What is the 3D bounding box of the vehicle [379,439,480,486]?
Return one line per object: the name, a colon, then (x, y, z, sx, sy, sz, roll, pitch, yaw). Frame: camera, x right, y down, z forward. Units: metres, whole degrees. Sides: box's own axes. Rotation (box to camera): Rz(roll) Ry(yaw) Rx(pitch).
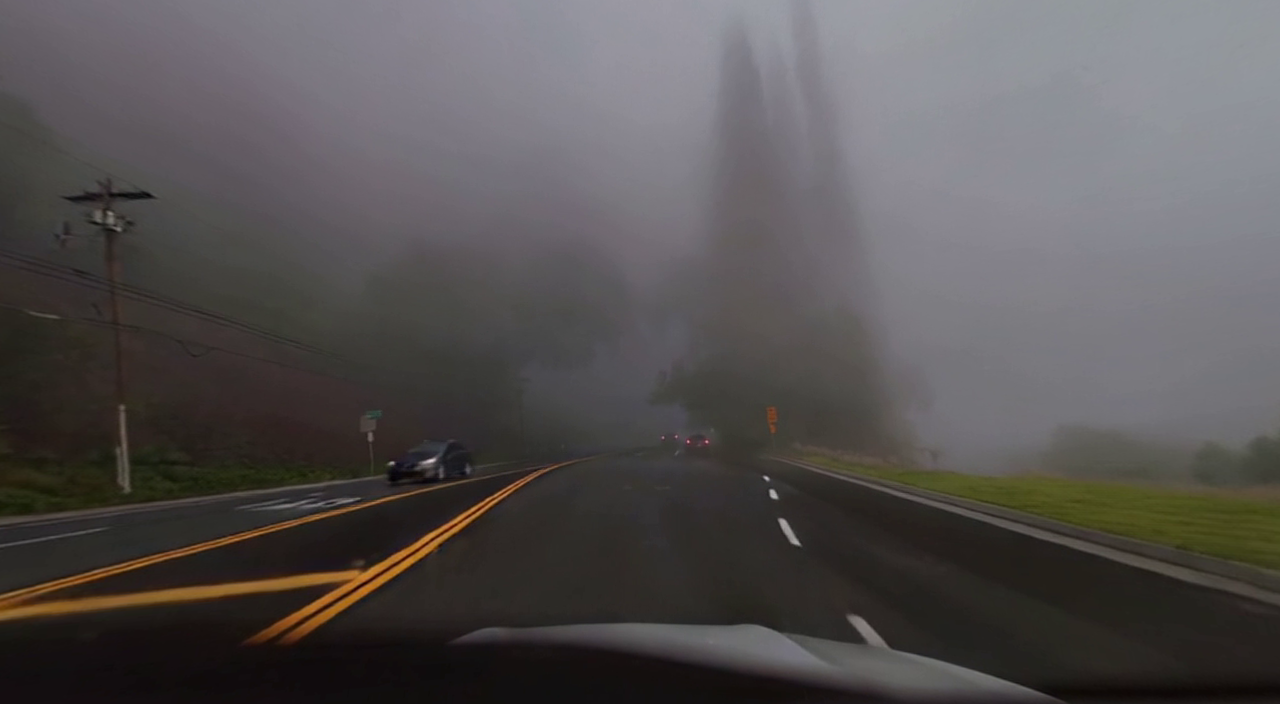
vehicle: (-7.257, 3.847, 22.304, 1.909, 1.467, 4.579, -1, -9, 1)
